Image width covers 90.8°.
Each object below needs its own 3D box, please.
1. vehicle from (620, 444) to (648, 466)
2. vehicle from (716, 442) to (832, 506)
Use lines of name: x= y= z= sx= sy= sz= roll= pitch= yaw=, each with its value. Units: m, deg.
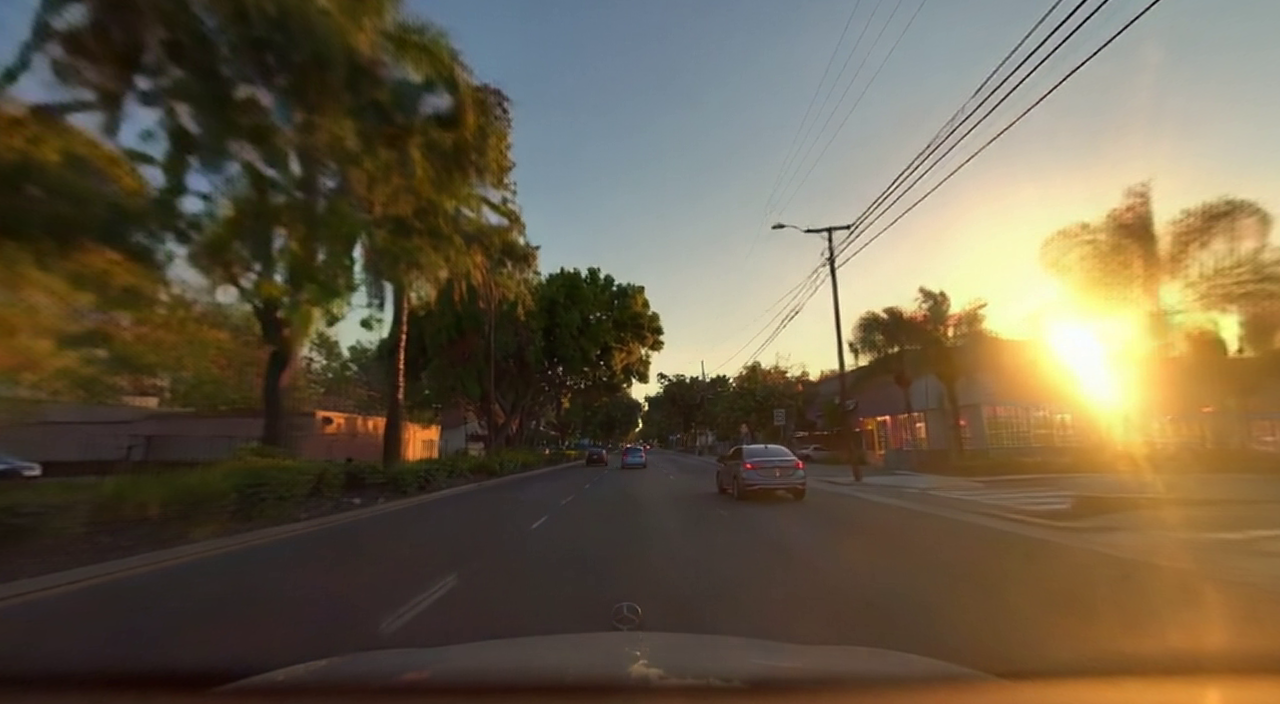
vehicle: x=-0.477 y=8.088 z=49.636 sx=2.102 sy=1.653 sz=3.698 roll=0 pitch=-9 yaw=-1
vehicle: x=3.507 y=3.290 z=17.569 sx=2.090 sy=1.503 sz=4.566 roll=0 pitch=-9 yaw=-2
